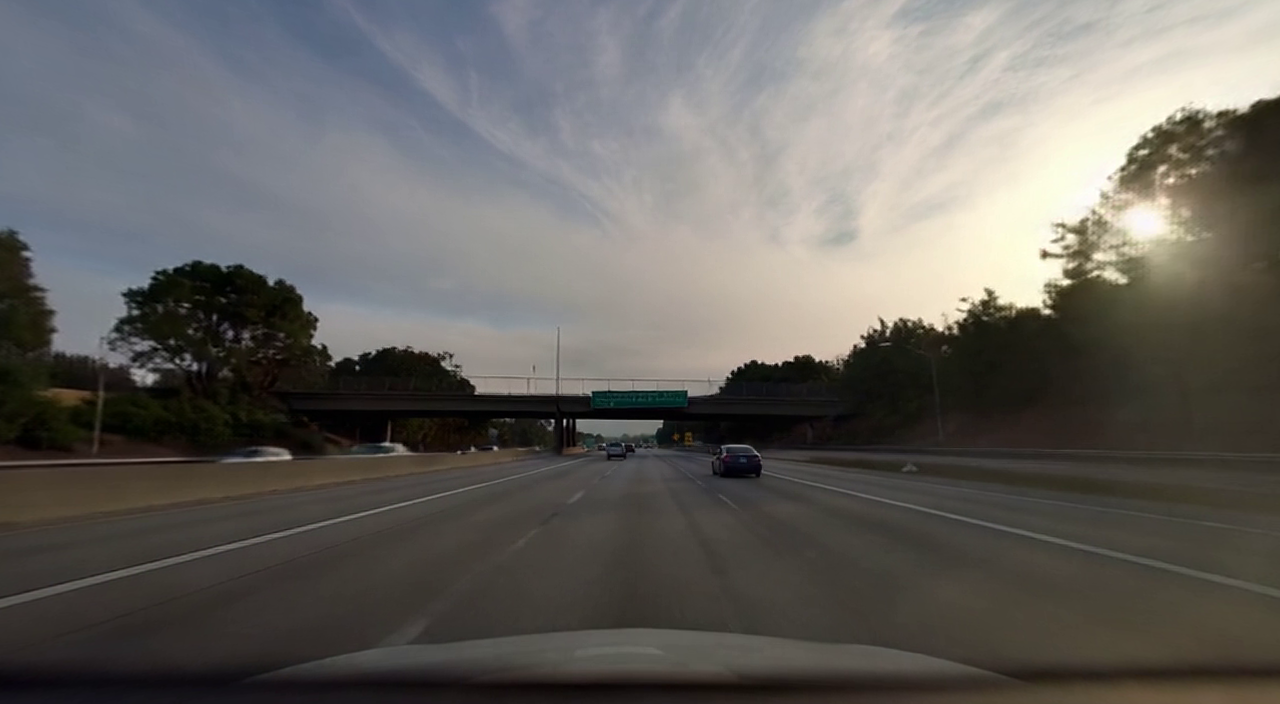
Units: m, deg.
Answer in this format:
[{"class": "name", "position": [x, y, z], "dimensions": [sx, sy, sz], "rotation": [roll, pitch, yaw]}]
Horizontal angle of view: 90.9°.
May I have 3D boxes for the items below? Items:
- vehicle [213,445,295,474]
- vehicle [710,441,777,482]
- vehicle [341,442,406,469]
[{"class": "vehicle", "position": [-25.092, 6.967, 41.265], "dimensions": [2.008, 1.763, 5.223], "rotation": [0, -8, 1]}, {"class": "vehicle", "position": [4.067, 4.369, 25.541], "dimensions": [1.908, 1.483, 4.259], "rotation": [0, -8, -1]}, {"class": "vehicle", "position": [-17.442, 6.763, 41.527], "dimensions": [2.055, 1.682, 4.951], "rotation": [0, -8, 1]}]
